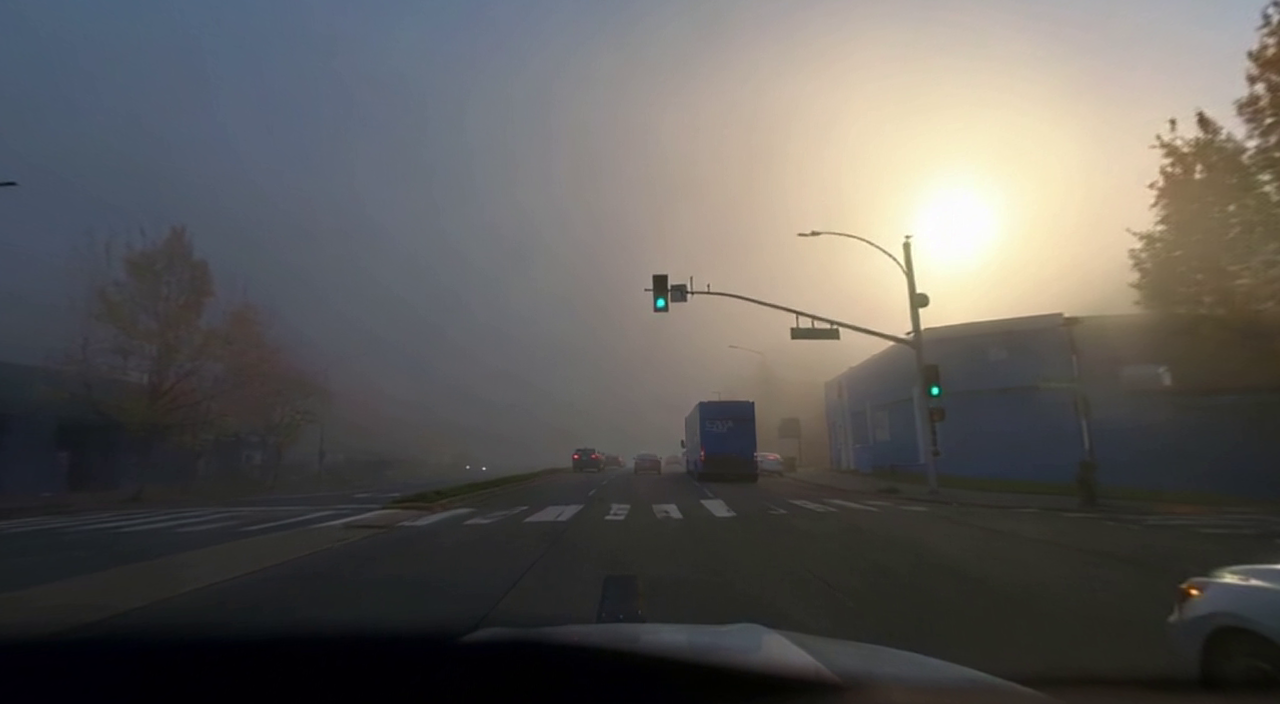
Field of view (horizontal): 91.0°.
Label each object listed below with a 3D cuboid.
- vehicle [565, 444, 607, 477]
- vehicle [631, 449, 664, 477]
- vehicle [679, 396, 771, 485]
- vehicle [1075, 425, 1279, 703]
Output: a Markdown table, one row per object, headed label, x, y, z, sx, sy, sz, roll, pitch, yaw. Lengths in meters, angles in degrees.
| label | x | y | z | sx | sy | sz | roll | pitch | yaw |
| --- | --- | --- | --- | --- | --- | --- | --- | --- | --- |
| vehicle | -3.218 | 6.618 | 38.551 | 2.035 | 1.867 | 4.607 | -1 | -9 | 1 |
| vehicle | 0.428 | 6.658 | 37.939 | 1.846 | 1.528 | 4.348 | -1 | -9 | 0 |
| vehicle | 3.885 | 4.513 | 31.797 | 3.003 | 3.680 | 10.684 | 0 | -9 | -1 |
| vehicle | 3.745 | 0.848 | 1.497 | 1.915 | 1.449 | 4.970 | -1 | -9 | 1 |
